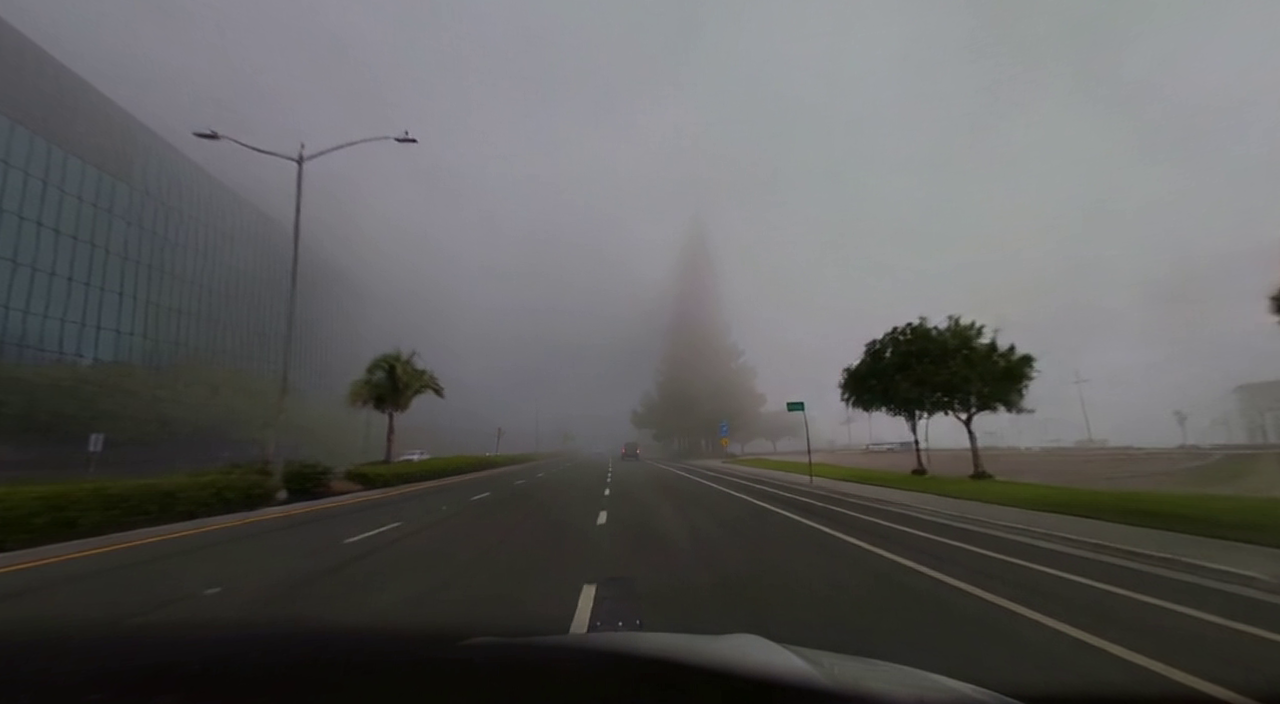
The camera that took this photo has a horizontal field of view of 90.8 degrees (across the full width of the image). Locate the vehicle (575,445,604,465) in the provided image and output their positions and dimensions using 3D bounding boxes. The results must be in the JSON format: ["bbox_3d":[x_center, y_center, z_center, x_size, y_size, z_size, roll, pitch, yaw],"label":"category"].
[{"bbox_3d":[-3.781,7.822,48.276,2.080,1.445,4.096,0,-8,-3],"label":"vehicle"}]
